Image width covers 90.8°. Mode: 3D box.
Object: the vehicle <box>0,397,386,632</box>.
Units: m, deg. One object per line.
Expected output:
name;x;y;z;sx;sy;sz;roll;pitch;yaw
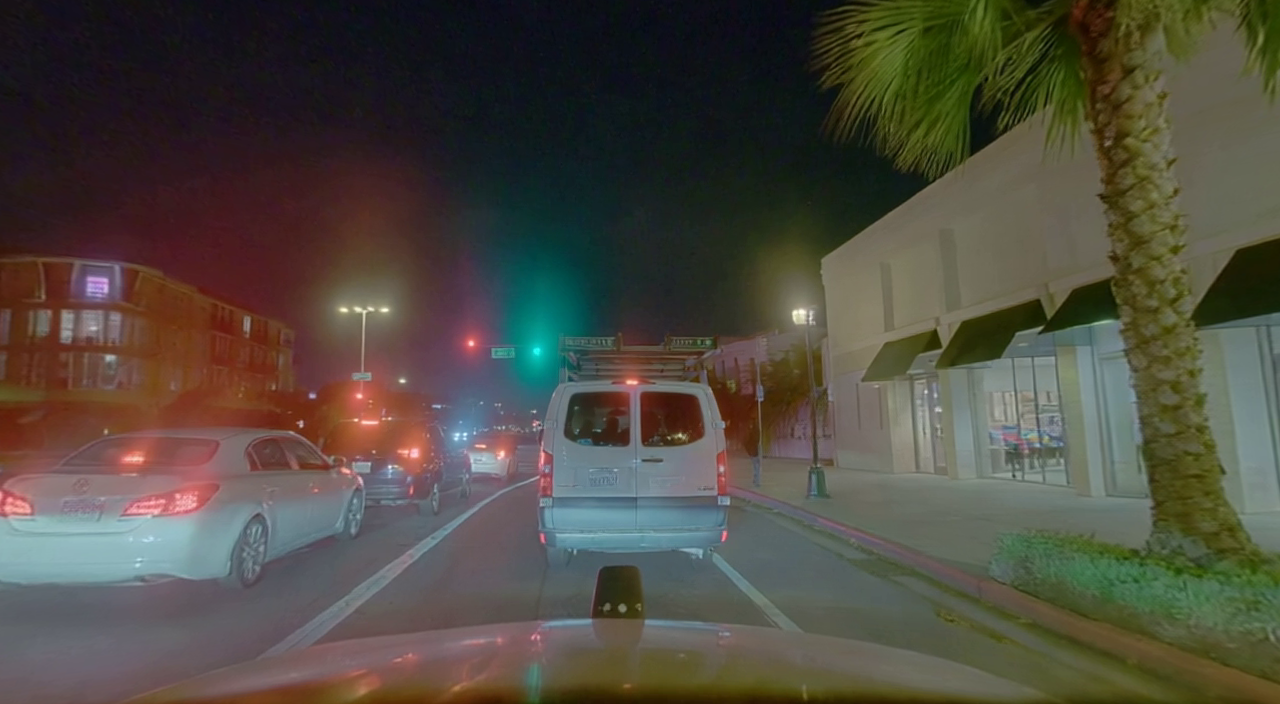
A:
vehicle;-4.382;1.470;6.678;1.986;1.643;4.315;1;-9;-6

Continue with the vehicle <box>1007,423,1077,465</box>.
vehicle;15.799;3.612;24.726;2.048;1.475;3.972;-6;-10;34

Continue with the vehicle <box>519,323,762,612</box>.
vehicle;-0.204;1.206;7.176;1.902;2.238;4.263;1;-9;-6

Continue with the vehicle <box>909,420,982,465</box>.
vehicle;12.654;3.754;26.045;2.046;1.675;3.924;-6;-10;33

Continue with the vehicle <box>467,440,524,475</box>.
vehicle;-6.827;4.891;29.587;1.818;1.479;4.428;4;-9;-22

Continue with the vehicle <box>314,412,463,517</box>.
vehicle;-5.215;2.392;13.896;2.089;1.854;5.022;2;-9;-11
